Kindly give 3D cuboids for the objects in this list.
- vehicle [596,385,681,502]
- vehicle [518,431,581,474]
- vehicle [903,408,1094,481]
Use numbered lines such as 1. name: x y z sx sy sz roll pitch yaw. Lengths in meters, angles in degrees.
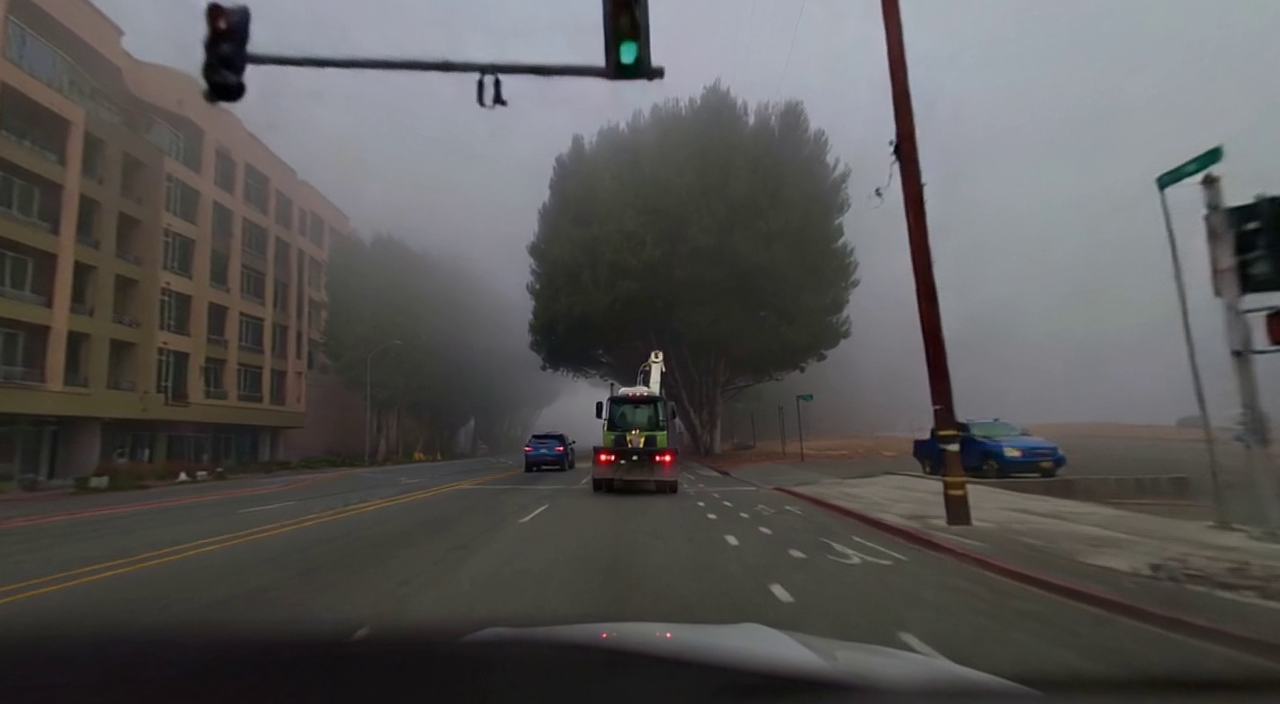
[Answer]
1. vehicle: -0.230 3.510 24.489 2.552 3.461 11.044 0 -8 -2
2. vehicle: -3.848 4.366 27.488 2.081 1.688 4.235 0 -9 0
3. vehicle: 10.066 2.661 18.299 2.186 1.783 4.716 0 -8 -10
